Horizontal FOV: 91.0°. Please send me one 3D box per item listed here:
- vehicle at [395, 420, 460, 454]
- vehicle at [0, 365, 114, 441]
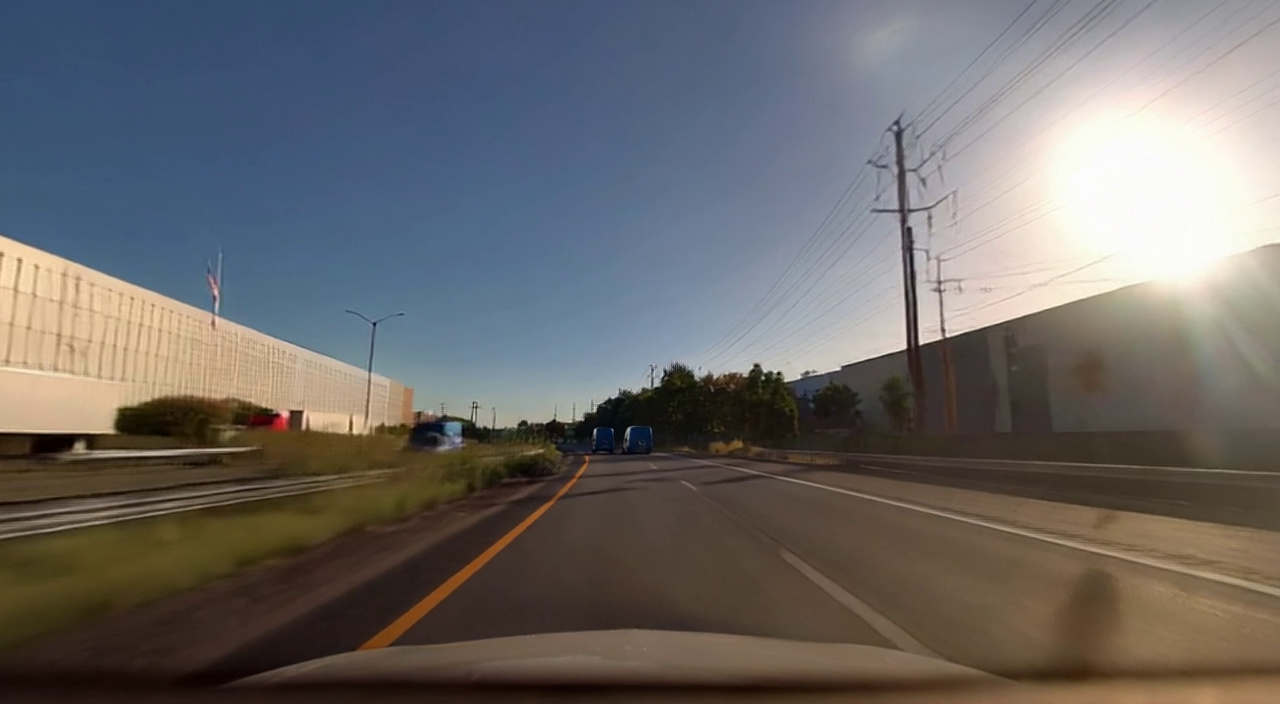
[{"bbox_3d":[-13.077,5.313,39.150,2.521,1.949,5.070,0,-8,-3],"label":"vehicle"},{"bbox_3d":[-29.877,1.946,25.926,3.085,3.337,16.445,3,-7,-3],"label":"vehicle"}]
